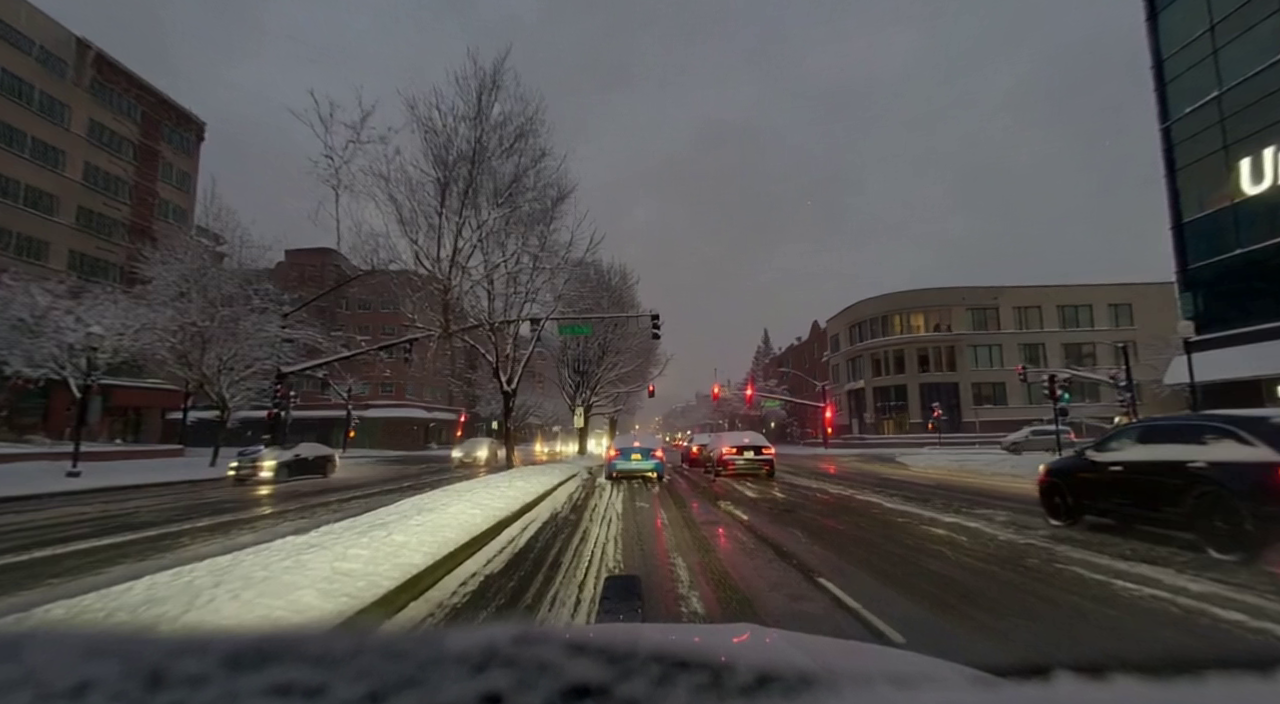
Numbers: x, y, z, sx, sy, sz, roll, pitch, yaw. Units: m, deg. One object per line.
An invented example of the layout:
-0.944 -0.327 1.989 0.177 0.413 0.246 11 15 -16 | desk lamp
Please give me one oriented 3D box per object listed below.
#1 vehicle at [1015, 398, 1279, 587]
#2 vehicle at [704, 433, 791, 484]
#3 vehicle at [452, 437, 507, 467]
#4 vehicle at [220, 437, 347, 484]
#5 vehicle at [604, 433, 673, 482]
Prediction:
7.167 1.608 7.759 2.177 1.774 4.743 0 -9 0 | vehicle
3.454 3.530 21.195 2.018 1.491 4.544 0 -9 -1 | vehicle
-8.699 5.461 34.606 1.965 1.530 3.883 0 -9 0 | vehicle
-12.794 3.919 23.056 1.930 1.529 4.303 0 -9 3 | vehicle
-0.071 3.502 21.168 2.087 1.468 4.014 0 -9 -1 | vehicle
